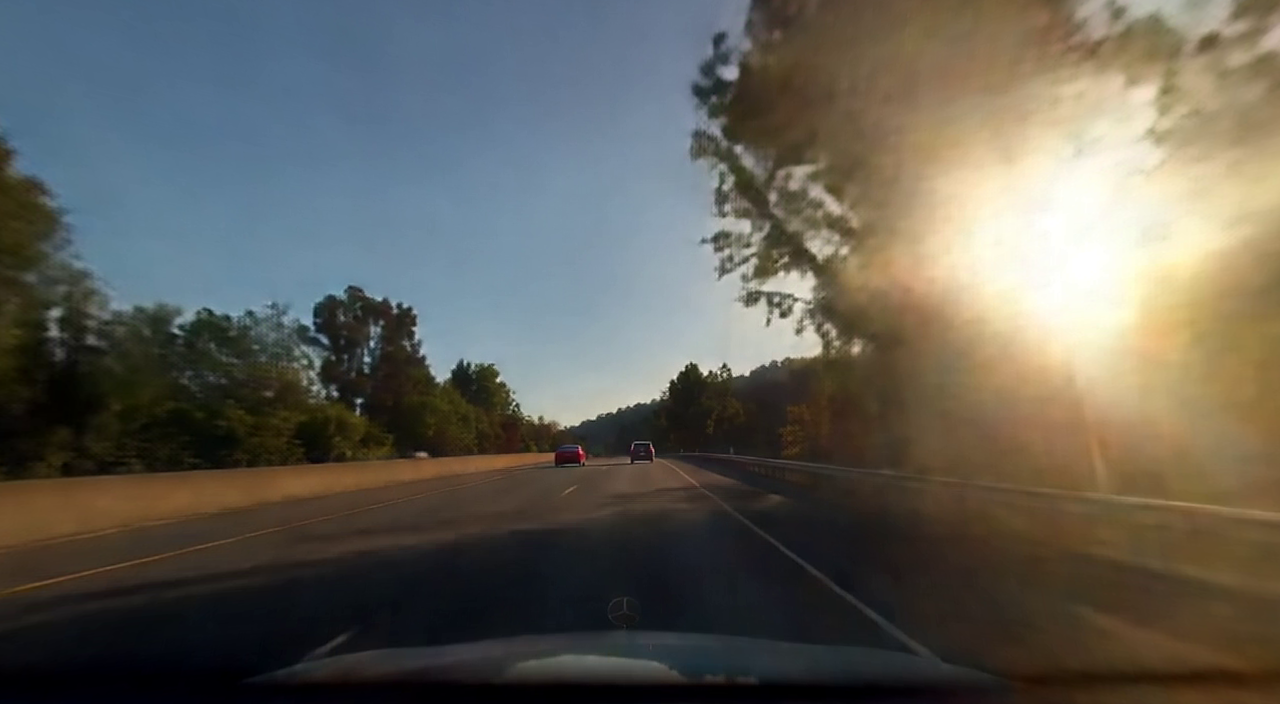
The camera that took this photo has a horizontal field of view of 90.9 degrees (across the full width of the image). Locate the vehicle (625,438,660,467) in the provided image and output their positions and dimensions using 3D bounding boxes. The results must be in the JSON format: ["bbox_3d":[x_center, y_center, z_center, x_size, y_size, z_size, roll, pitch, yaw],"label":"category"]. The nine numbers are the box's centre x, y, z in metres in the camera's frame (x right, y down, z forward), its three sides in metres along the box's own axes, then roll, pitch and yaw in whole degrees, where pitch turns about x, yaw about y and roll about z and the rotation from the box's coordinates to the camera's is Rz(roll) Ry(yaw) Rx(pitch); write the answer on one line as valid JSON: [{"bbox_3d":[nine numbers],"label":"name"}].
[{"bbox_3d":[0.142,6.533,40.998,2.126,1.786,3.958,0,-9,-1],"label":"vehicle"}]

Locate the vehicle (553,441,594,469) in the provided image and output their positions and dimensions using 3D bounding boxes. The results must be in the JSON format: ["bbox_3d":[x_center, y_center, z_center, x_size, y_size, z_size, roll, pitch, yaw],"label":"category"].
[{"bbox_3d":[-4.153,6.482,39.897,2.113,1.656,4.215,0,-9,1],"label":"vehicle"}]

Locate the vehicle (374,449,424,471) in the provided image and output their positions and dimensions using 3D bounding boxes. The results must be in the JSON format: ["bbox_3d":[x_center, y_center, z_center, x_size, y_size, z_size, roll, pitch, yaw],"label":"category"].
[{"bbox_3d":[-17.563,7.884,46.074,1.974,1.503,4.106,0,-9,1],"label":"vehicle"}]
